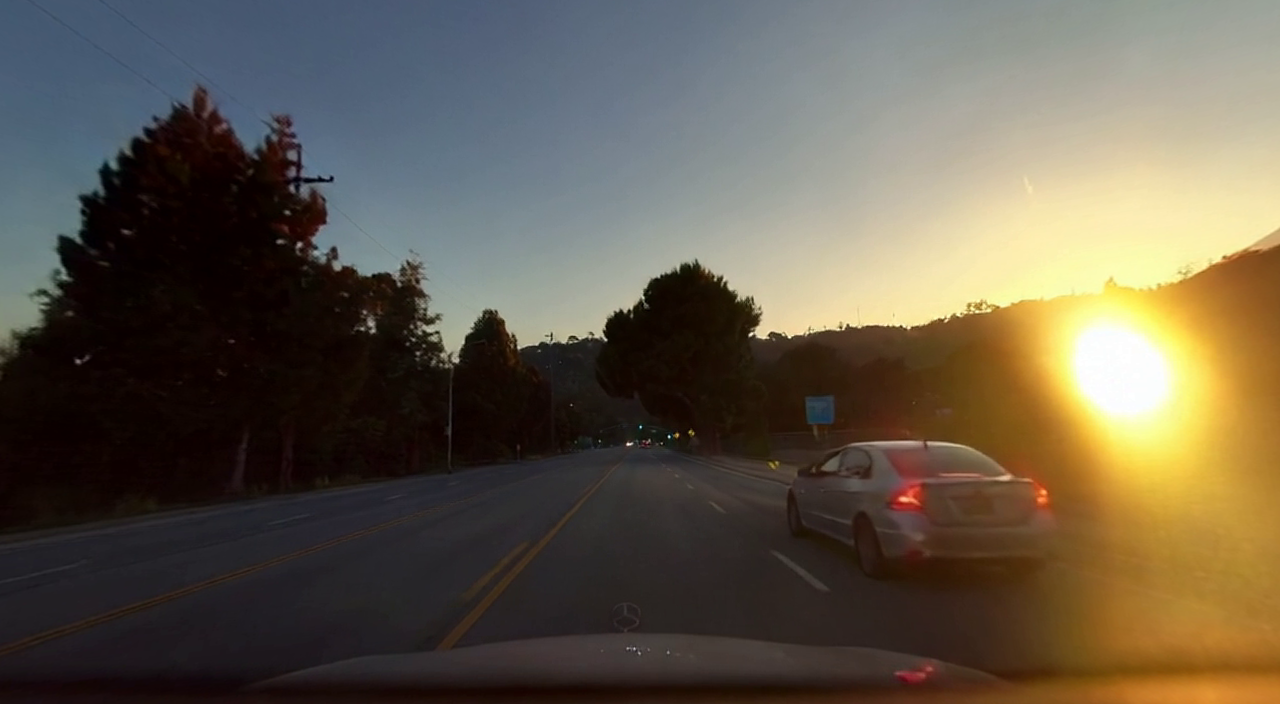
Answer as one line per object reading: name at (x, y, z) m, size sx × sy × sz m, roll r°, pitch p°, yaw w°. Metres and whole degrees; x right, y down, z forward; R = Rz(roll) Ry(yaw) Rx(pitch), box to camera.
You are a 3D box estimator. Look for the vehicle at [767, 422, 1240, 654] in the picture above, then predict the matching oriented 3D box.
vehicle at (2.789, 1.526, 6.345) m, size 2.042 × 1.469 × 4.470 m, roll 0°, pitch -8°, yaw -1°
